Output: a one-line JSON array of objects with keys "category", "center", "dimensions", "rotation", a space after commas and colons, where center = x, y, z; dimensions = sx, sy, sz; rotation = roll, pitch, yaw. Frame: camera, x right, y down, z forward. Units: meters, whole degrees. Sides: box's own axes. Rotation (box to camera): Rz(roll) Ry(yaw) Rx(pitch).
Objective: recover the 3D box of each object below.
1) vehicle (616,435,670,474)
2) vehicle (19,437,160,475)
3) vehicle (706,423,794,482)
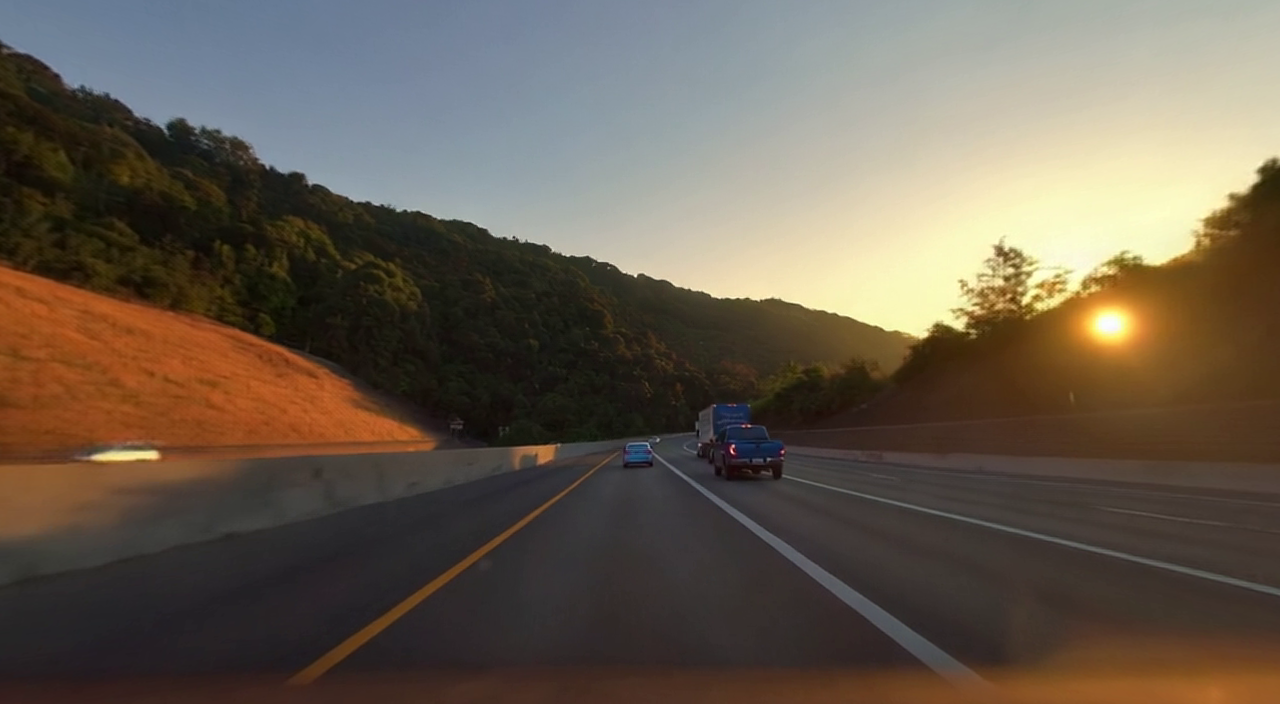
[{"category": "vehicle", "center": [0.082, 4.286, 26.521], "dimensions": [2.083, 1.477, 3.965], "rotation": [0, -9, -1]}, {"category": "vehicle", "center": [-27.993, 5.306, 32.472], "dimensions": [2.099, 1.730, 5.722], "rotation": [0, -9, 0]}, {"category": "vehicle", "center": [3.650, 3.461, 21.888], "dimensions": [2.098, 1.794, 4.561], "rotation": [0, -9, -2]}]
